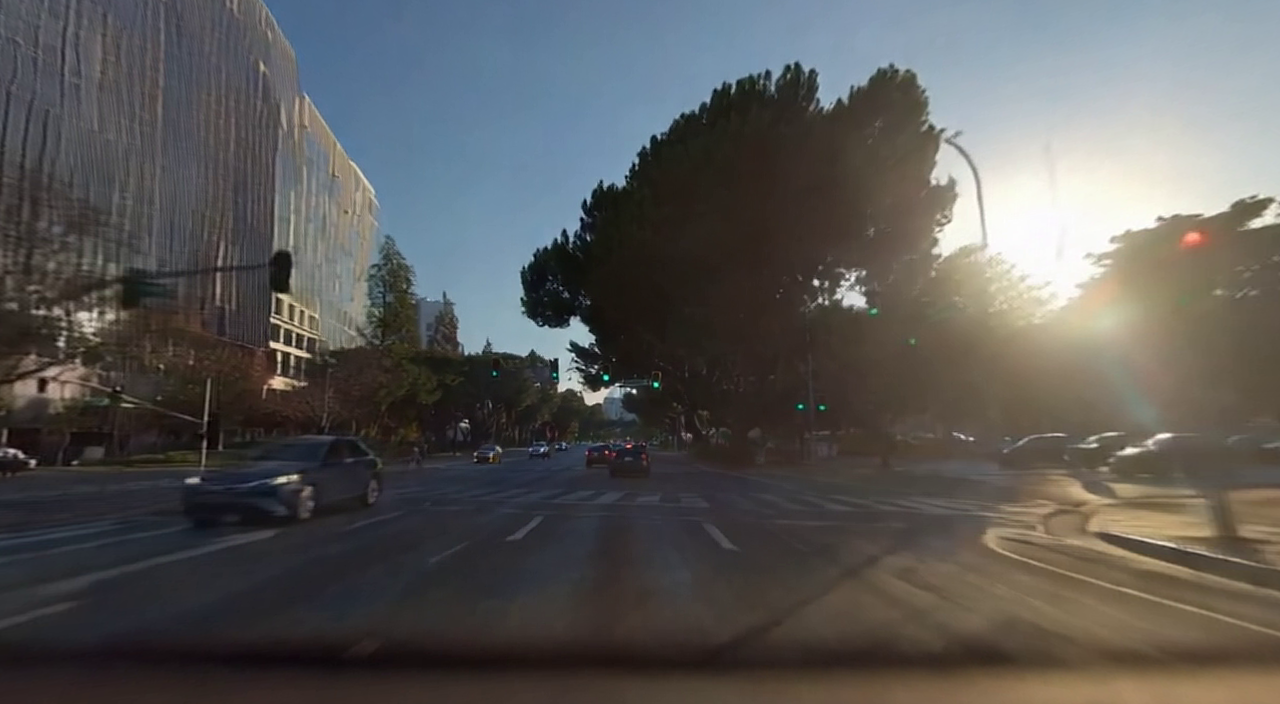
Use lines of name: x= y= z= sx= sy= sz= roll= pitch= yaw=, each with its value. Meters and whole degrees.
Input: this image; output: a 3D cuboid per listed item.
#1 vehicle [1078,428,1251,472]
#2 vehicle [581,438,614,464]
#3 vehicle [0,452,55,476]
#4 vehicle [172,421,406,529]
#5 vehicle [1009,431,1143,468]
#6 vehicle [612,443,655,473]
vehicle: x=20.446 y=3.849 z=24.888 sx=4.778 sy=1.588 sz=1.822 roll=-3 pitch=-9 yaw=17
vehicle: x=-3.114 y=7.316 z=46.765 sx=2.001 sy=1.784 sz=4.483 roll=0 pitch=-8 yaw=2
vehicle: x=-42.925 y=7.643 z=43.324 sx=4.372 sy=1.557 sz=1.961 roll=-3 pitch=-10 yaw=17
vehicle: x=-6.265 y=2.224 z=12.005 sx=1.937 sy=1.659 sz=4.259 roll=0 pitch=-8 yaw=1
vehicle: x=19.858 y=4.443 z=29.039 sx=4.602 sy=1.594 sz=1.917 roll=-2 pitch=-8 yaw=17
vehicle: x=-0.331 y=5.260 z=31.637 sx=2.050 sy=1.385 sz=4.096 roll=0 pitch=-8 yaw=-1
